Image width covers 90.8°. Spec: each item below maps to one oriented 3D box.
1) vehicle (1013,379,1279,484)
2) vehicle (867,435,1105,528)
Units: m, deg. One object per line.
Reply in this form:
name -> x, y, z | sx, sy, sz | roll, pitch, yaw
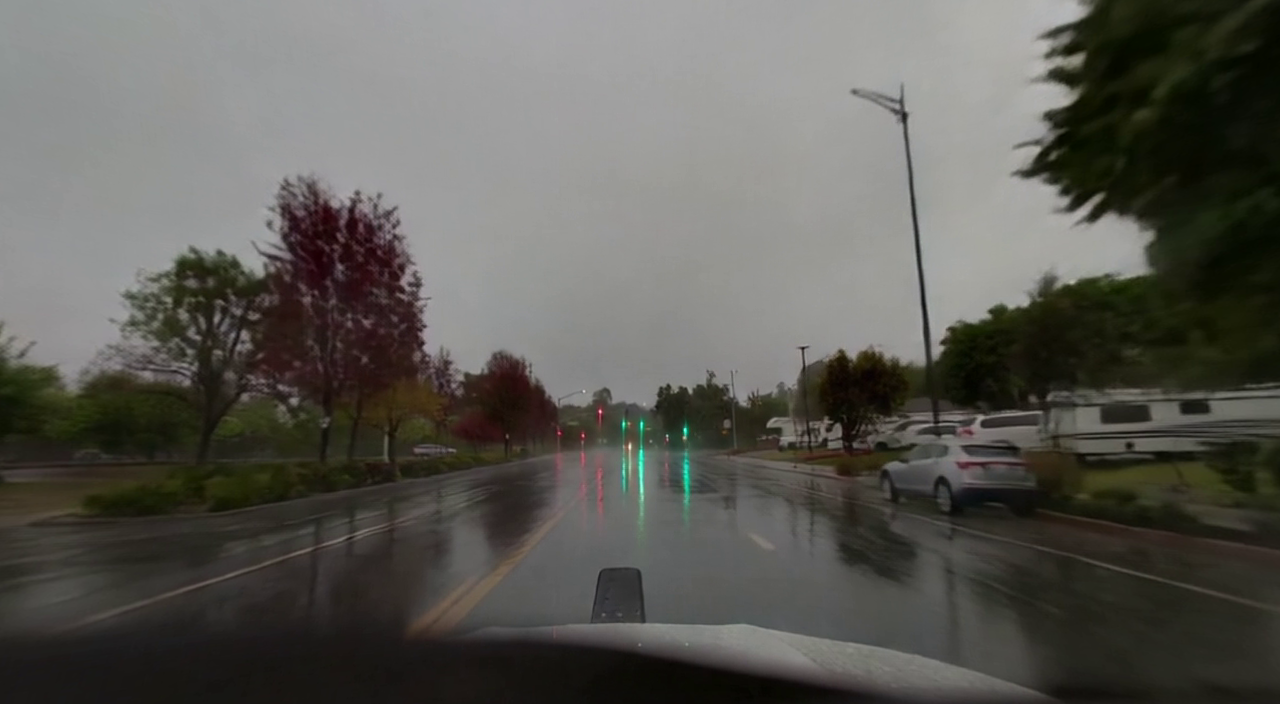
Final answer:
vehicle -> 17.087, 2.554, 20.321 | 8.016, 2.965, 3.192 | -1, -8, 0
vehicle -> 6.323, 2.394, 12.278 | 1.993, 1.461, 4.269 | 0, -9, -4
